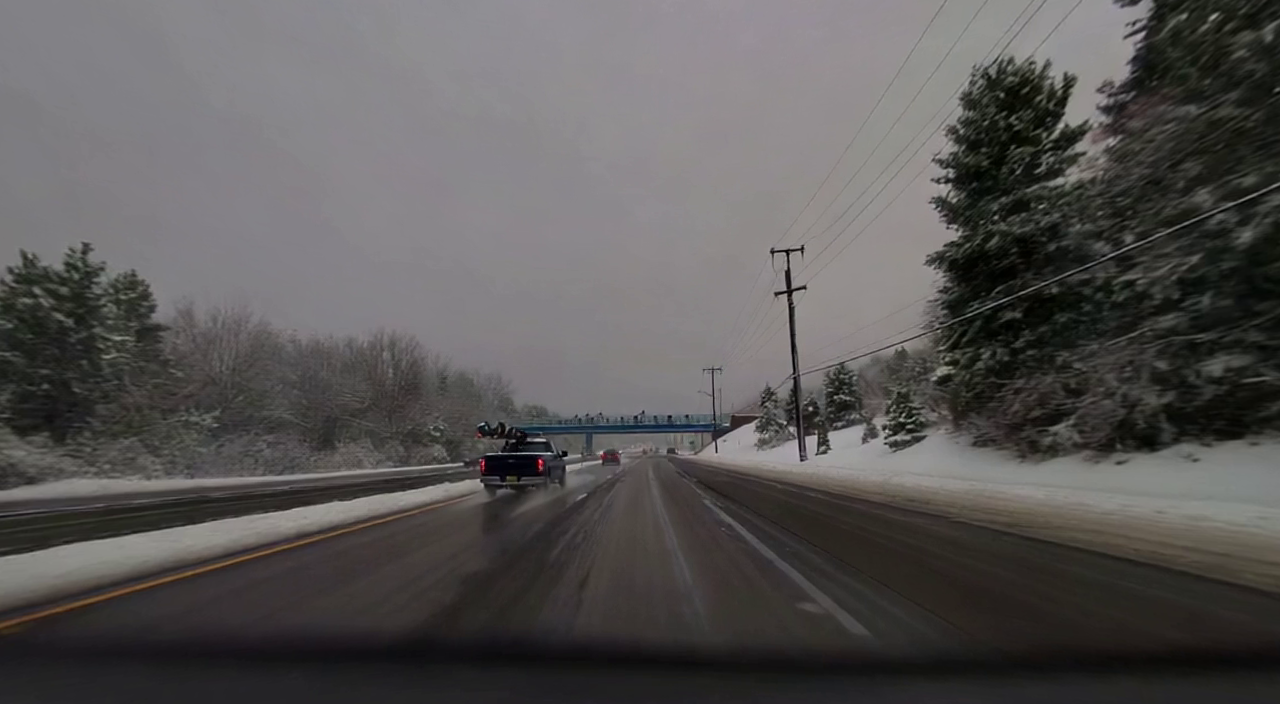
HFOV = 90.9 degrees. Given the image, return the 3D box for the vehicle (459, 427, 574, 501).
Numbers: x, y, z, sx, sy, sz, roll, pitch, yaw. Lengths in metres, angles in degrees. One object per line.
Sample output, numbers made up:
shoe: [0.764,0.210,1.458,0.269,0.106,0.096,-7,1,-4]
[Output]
vehicle: [-3.554,3.391,19.479,2.369,1.948,5.343,0,-9,1]
